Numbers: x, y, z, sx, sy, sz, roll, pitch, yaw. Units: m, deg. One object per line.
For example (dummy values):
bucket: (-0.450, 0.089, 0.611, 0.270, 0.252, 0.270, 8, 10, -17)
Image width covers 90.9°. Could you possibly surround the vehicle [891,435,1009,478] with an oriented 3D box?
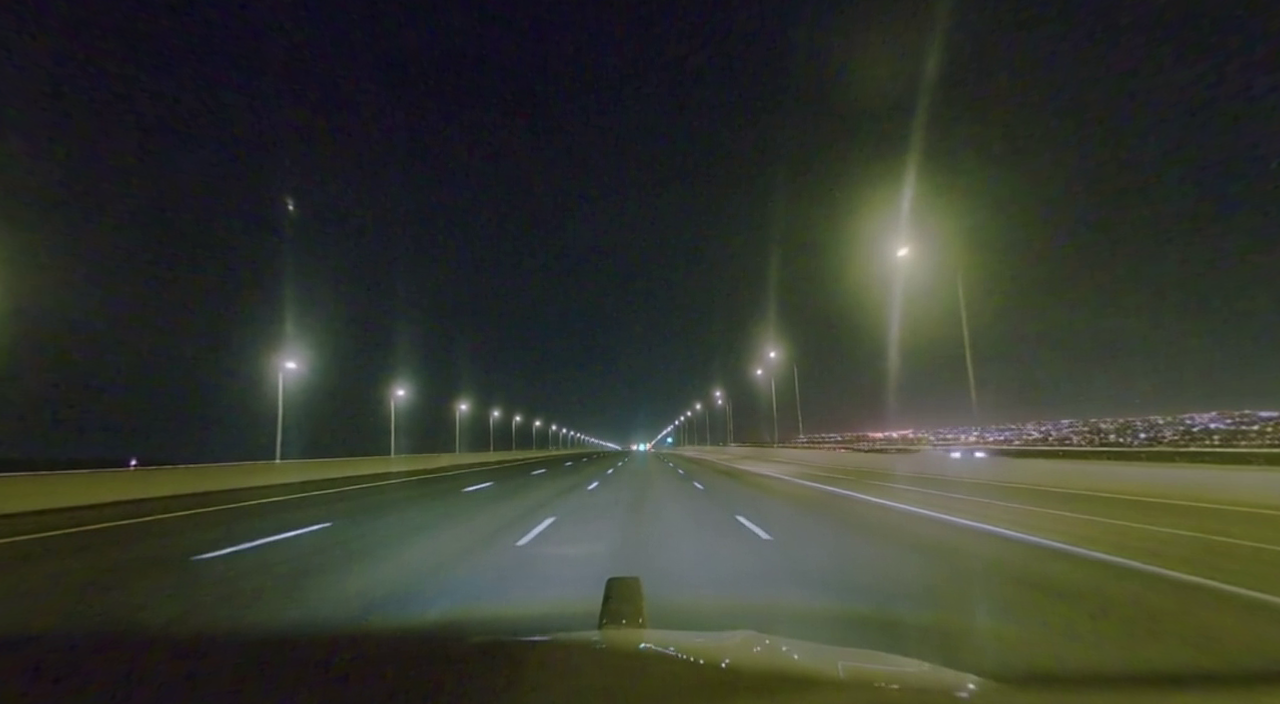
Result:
vehicle: (12.045, 4.100, 25.018, 1.977, 1.528, 5.111, 0, -8, -1)
